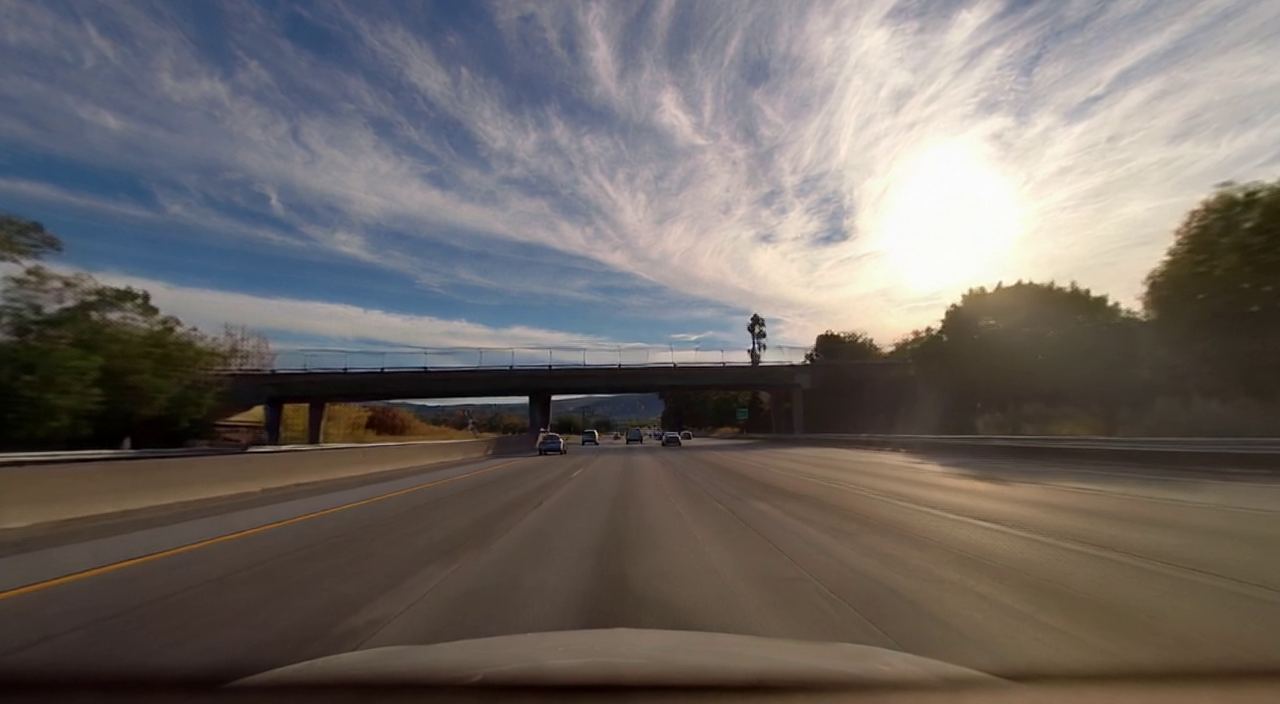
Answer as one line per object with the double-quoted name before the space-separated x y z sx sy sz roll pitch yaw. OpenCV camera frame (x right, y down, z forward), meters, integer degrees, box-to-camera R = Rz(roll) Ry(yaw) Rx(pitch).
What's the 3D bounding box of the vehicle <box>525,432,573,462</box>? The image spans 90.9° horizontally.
"vehicle" -4.683 4.937 32.866 1.933 1.473 4.023 0 -8 -1
